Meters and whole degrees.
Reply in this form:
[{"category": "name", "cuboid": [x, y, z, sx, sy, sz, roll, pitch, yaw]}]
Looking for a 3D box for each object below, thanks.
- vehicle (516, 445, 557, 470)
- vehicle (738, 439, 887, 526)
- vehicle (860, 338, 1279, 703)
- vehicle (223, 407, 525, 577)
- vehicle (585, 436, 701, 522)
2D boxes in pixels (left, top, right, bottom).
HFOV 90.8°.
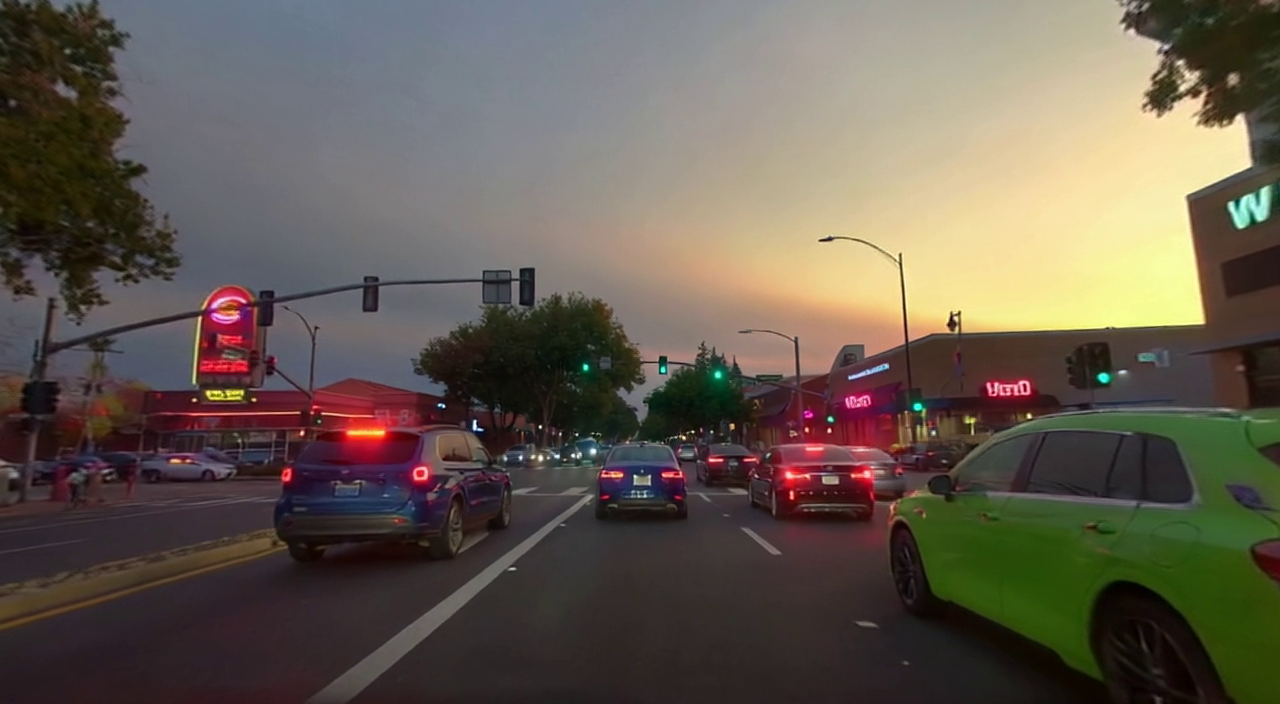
[{"category": "vehicle", "cuboid": [-7.864, 8.060, 48.421, 2.293, 1.777, 4.497, 0, -9, 0]}, {"category": "vehicle", "cuboid": [3.356, 2.609, 13.203, 1.865, 1.496, 4.170, 0, -9, -1]}, {"category": "vehicle", "cuboid": [3.127, 1.049, 3.762, 2.075, 1.661, 4.401, 0, -9, 1]}, {"category": "vehicle", "cuboid": [-3.336, 1.883, 9.318, 2.257, 1.823, 4.777, -1, -9, 1]}, {"category": "vehicle", "cuboid": [0.039, 2.646, 13.656, 2.154, 1.577, 3.723, 0, -9, 0]}]
